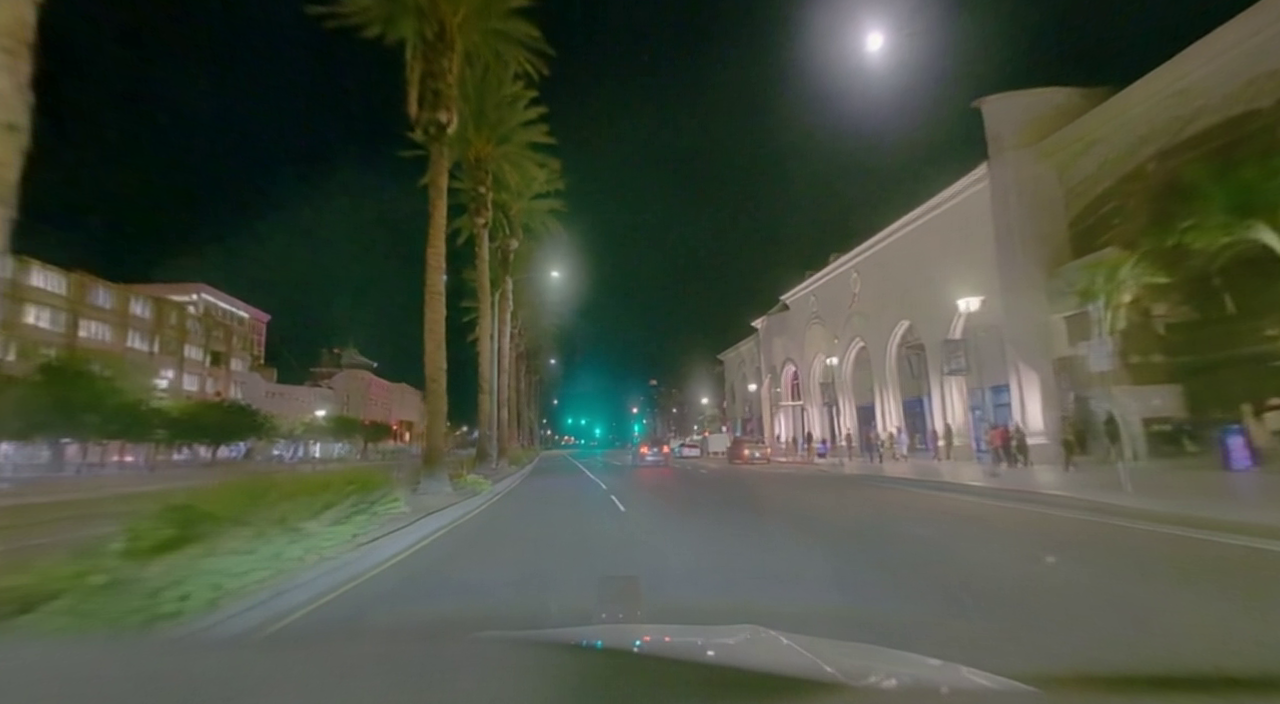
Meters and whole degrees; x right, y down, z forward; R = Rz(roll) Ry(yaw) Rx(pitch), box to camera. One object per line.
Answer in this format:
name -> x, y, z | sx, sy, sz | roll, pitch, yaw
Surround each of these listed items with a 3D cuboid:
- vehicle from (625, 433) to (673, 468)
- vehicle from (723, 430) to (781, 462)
vehicle -> 0.447, 6.232, 40.205 | 2.284, 2.010, 6.670 | 1, -8, -5
vehicle -> 7.736, 6.597, 44.326 | 2.417, 2.030, 5.711 | 1, -8, -7
